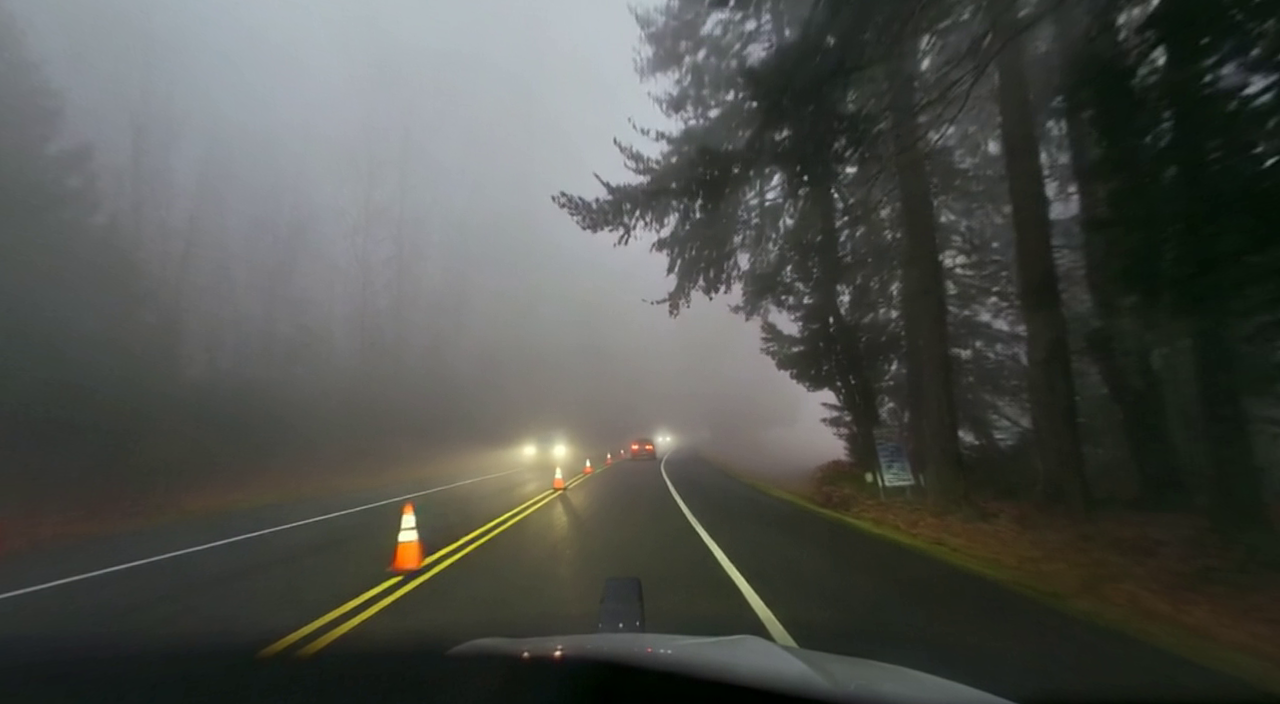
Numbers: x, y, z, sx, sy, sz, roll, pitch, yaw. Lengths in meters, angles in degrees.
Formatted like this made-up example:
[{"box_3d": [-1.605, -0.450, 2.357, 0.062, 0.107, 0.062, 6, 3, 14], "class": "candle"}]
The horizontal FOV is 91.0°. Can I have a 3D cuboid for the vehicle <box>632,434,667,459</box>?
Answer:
[{"box_3d": [0.640, 6.108, 40.524, 2.042, 1.489, 3.963, -1, -9, 3], "class": "vehicle"}]

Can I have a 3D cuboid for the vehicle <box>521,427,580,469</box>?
[{"box_3d": [-4.343, 4.760, 31.253, 2.079, 1.880, 4.493, -1, -9, 2], "class": "vehicle"}]
